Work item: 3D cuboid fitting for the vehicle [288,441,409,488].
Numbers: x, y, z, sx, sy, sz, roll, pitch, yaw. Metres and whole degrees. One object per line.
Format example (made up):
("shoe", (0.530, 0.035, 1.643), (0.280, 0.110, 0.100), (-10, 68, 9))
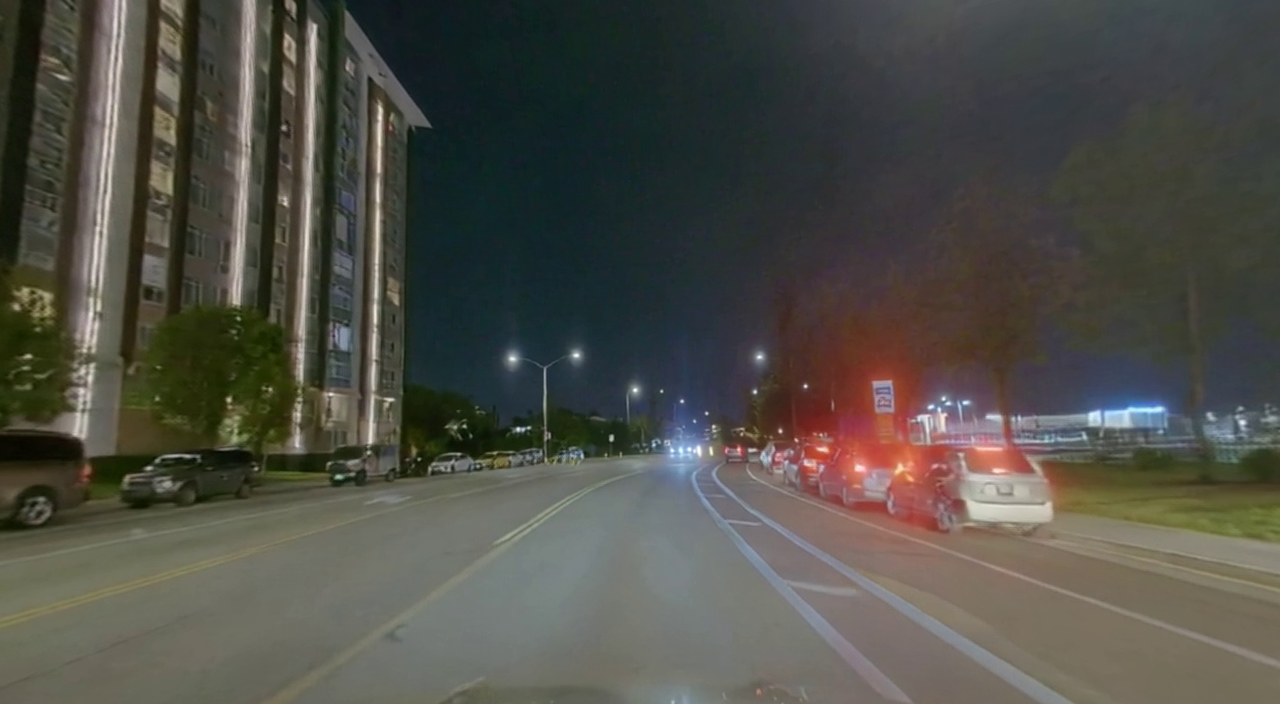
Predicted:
("vehicle", (-12.663, 4.912, 28.005), (2.137, 1.835, 5.833), (-1, -9, 5))

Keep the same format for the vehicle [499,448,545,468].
("vehicle", (-9.256, 8.344, 49.948), (1.876, 1.465, 4.681), (-2, -9, 12))

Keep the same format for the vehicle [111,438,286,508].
("vehicle", (-13.031, 3.582, 19.114), (2.001, 1.836, 4.471), (0, -9, 0))

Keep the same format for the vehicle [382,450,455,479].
("vehicle", (-11.898, 6.051, 34.334), (1.829, 1.449, 4.713), (-1, -9, 6))

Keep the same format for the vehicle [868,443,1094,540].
("vehicle", (6.132, 2.535, 12.162), (1.947, 1.487, 4.549), (0, -9, 2))

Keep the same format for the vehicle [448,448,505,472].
("vehicle", (-10.755, 7.129, 41.868), (1.873, 1.467, 4.644), (-1, -9, 9))

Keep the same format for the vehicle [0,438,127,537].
("vehicle", (-12.928, 2.474, 11.510), (2.290, 1.799, 5.801), (0, -9, -1))
